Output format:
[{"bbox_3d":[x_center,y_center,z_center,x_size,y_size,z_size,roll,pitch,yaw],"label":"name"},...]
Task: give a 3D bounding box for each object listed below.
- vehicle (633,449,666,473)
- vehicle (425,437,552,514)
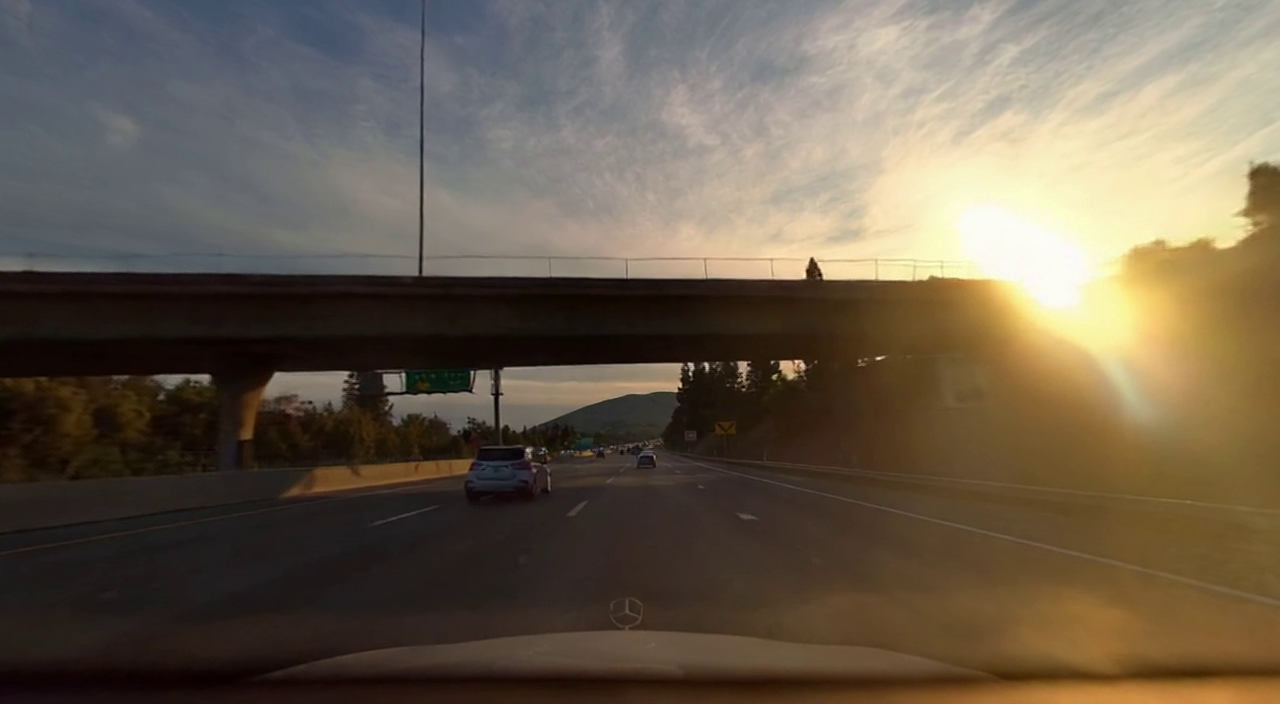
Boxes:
[{"bbox_3d":[0.645,7.463,43.425,2.113,1.537,4.208,0,-9,1],"label":"vehicle"},{"bbox_3d":[-3.629,3.050,16.042,2.055,1.665,4.373,0,-9,1],"label":"vehicle"}]
